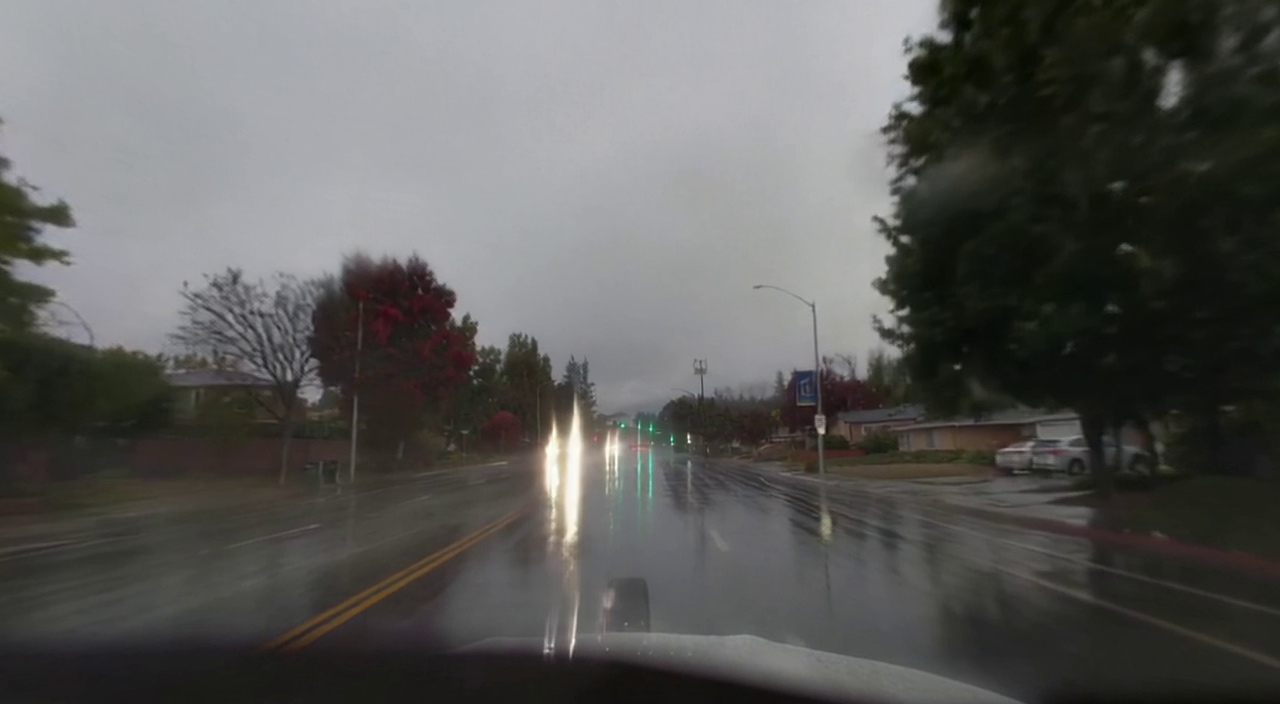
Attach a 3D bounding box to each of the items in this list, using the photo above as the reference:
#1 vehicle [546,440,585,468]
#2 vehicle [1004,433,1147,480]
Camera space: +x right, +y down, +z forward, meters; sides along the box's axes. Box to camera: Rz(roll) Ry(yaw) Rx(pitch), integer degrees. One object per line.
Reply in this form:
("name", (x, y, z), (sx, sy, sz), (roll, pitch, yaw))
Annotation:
("vehicle", (-5.054, 7.034, 43.584), (2.128, 1.753, 4.516), (0, -9, 0))
("vehicle", (15.815, 3.821, 23.220), (1.901, 1.547, 4.411), (0, -9, -4))
